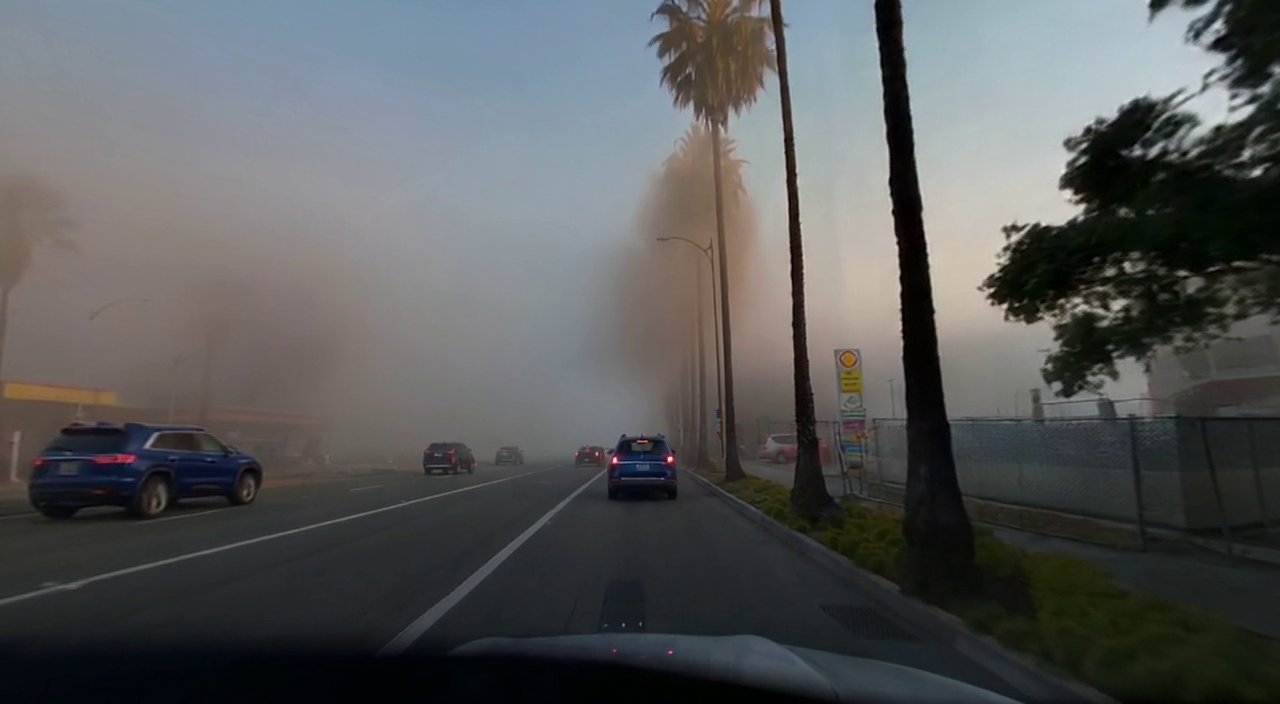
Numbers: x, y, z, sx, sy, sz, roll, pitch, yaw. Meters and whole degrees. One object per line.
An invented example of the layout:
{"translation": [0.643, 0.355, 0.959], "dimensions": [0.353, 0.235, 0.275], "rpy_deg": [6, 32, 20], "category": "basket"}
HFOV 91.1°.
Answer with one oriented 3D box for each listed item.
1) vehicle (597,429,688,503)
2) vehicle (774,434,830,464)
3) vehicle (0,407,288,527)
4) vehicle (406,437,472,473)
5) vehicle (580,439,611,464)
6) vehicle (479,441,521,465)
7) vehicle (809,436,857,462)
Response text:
{"translation": [0.100, 2.963, 16.707], "dimensions": [2.121, 1.710, 3.893], "rpy_deg": [0, -9, 1], "category": "vehicle"}
{"translation": [8.283, 4.938, 31.953], "dimensions": [1.837, 1.416, 3.947], "rpy_deg": [-4, -10, 28], "category": "vehicle"}
{"translation": [-9.956, 2.270, 12.924], "dimensions": [2.269, 1.934, 5.350], "rpy_deg": [0, -9, 0], "category": "vehicle"}
{"translation": [-10.550, 5.423, 33.279], "dimensions": [1.965, 1.743, 4.327], "rpy_deg": [0, -9, 1], "category": "vehicle"}
{"translation": [-3.408, 7.801, 49.382], "dimensions": [2.077, 1.832, 4.706], "rpy_deg": [0, -9, 0], "category": "vehicle"}
{"translation": [-10.492, 7.581, 47.308], "dimensions": [1.998, 1.731, 4.952], "rpy_deg": [0, -9, 0], "category": "vehicle"}
{"translation": [12.026, 6.055, 39.326], "dimensions": [1.681, 1.503, 3.781], "rpy_deg": [0, -8, -2], "category": "vehicle"}
